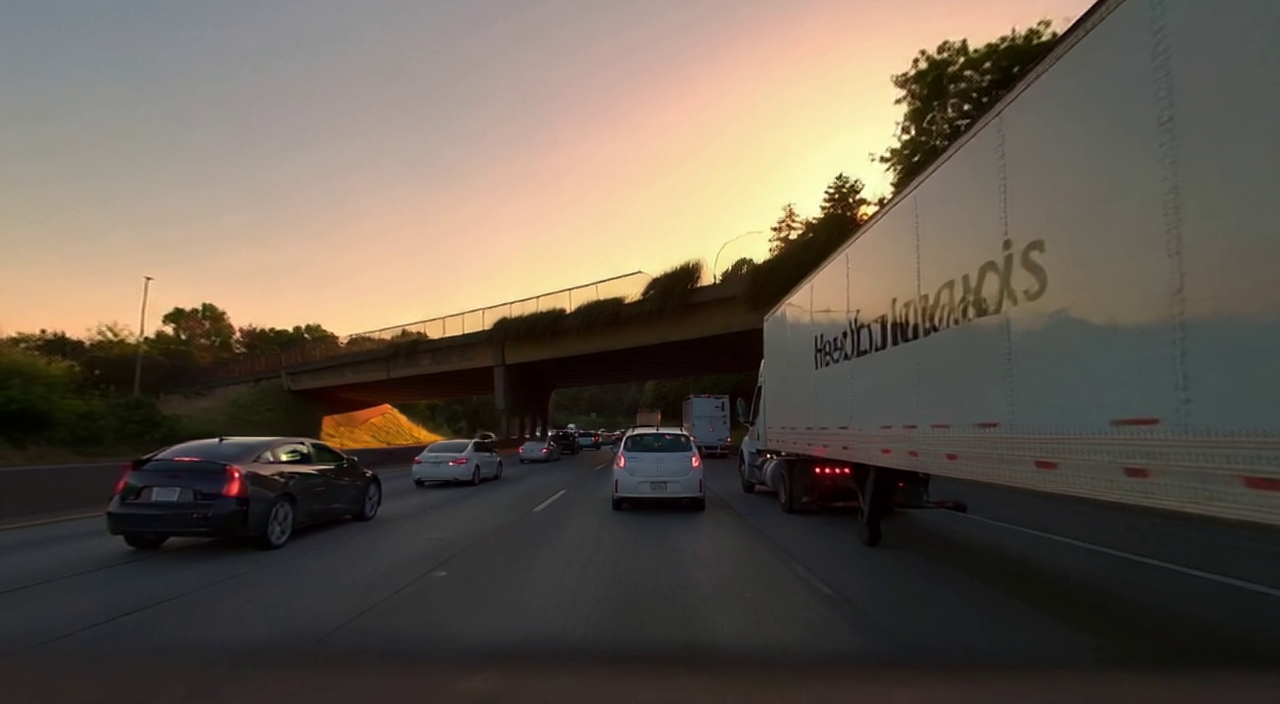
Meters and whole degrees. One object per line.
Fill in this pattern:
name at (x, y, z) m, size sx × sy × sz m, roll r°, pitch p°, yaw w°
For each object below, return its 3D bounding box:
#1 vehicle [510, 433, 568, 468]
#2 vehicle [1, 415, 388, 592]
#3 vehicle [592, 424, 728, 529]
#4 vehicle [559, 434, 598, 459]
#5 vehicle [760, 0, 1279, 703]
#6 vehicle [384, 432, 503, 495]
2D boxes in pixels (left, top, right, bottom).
vehicle at (-4.624, 4.545, 29.394) m, size 1.887 × 1.493 × 4.411 m, roll 0°, pitch -8°, yaw 1°
vehicle at (-4.607, 1.564, 7.355) m, size 1.821 × 1.514 × 3.677 m, roll 0°, pitch -8°, yaw -1°
vehicle at (0.284, 2.044, 10.973) m, size 1.973 × 1.505 × 3.568 m, roll 0°, pitch -8°, yaw 0°
vehicle at (-3.956, 6.142, 41.192) m, size 2.005 × 1.475 × 4.466 m, roll 0°, pitch -8°, yaw 1°
vehicle at (3.974, 0.100, 5.828) m, size 2.817 × 3.989 × 14.321 m, roll 0°, pitch -8°, yaw -1°
vehicle at (-5.072, 2.898, 16.875) m, size 1.880 × 1.458 × 3.978 m, roll 0°, pitch -8°, yaw 0°
